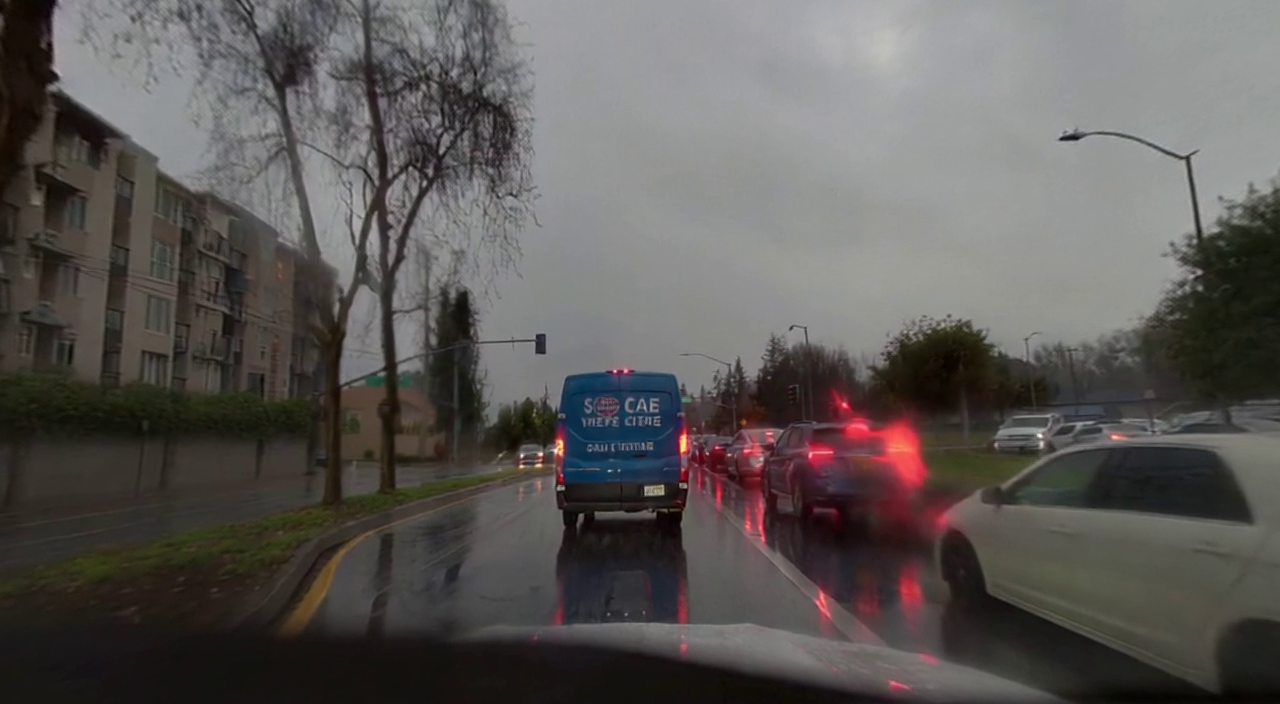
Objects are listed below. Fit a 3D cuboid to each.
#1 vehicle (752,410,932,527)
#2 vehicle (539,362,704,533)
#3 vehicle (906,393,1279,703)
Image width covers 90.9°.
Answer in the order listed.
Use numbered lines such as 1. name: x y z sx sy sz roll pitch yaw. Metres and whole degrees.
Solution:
1. vehicle: 3.468 2.091 11.831 1.965 1.771 4.295 0 -8 0
2. vehicle: -0.178 1.757 11.833 2.422 2.488 4.992 0 -8 2
3. vehicle: 3.455 1.074 3.568 1.951 1.483 4.582 0 -8 1
